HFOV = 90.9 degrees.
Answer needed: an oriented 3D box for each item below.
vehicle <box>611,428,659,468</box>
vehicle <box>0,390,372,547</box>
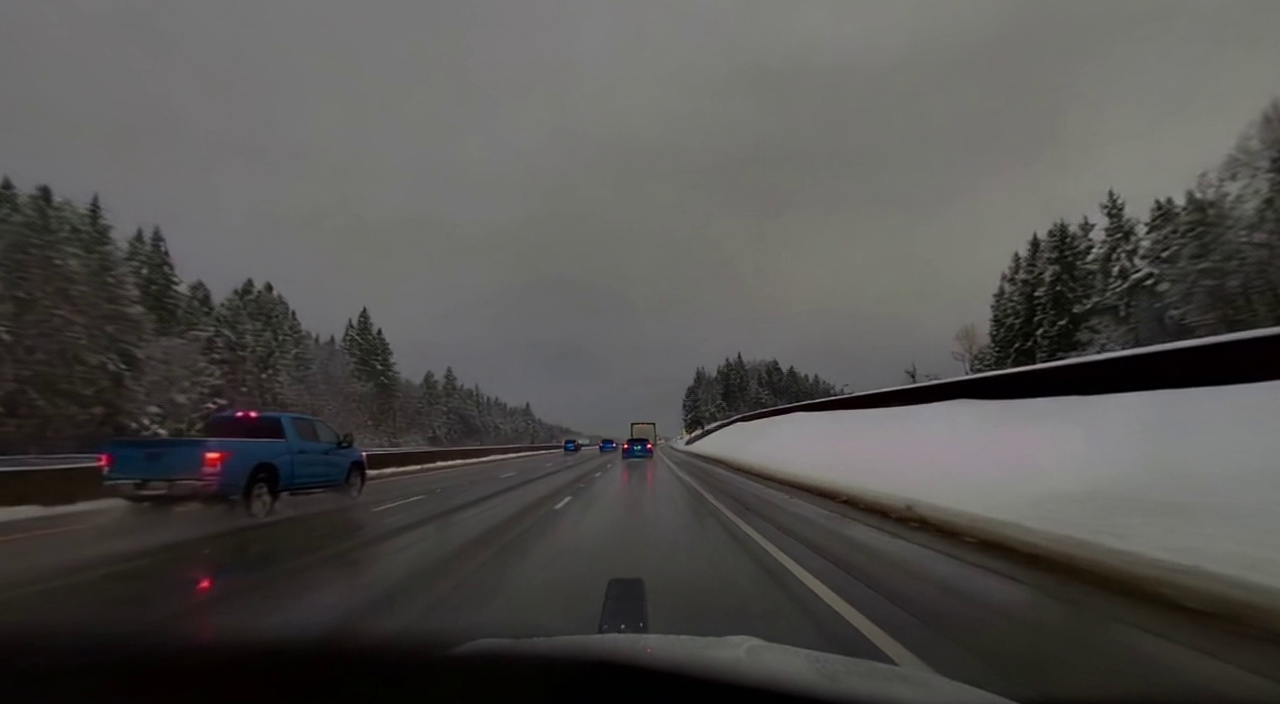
[{"bbox_3d":[-0.234,4.997,32.849,2.309,1.915,5.130,0,-8,0],"label":"vehicle"},{"bbox_3d":[-6.997,1.877,10.819,2.323,1.947,5.672,0,-8,0],"label":"vehicle"}]
